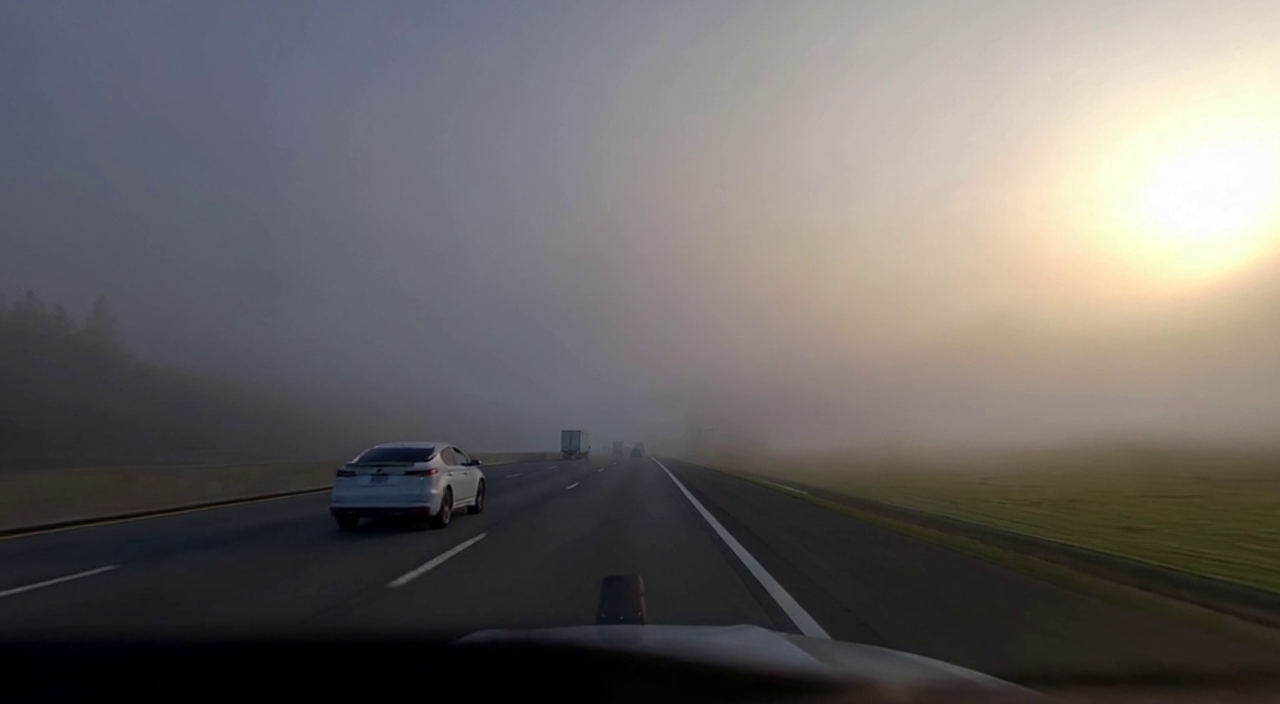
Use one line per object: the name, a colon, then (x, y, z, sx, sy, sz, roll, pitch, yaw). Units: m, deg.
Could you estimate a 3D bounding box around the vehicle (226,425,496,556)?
vehicle: (-3.898, 2.027, 9.990, 2.028, 1.553, 4.820, 0, -9, 1)
